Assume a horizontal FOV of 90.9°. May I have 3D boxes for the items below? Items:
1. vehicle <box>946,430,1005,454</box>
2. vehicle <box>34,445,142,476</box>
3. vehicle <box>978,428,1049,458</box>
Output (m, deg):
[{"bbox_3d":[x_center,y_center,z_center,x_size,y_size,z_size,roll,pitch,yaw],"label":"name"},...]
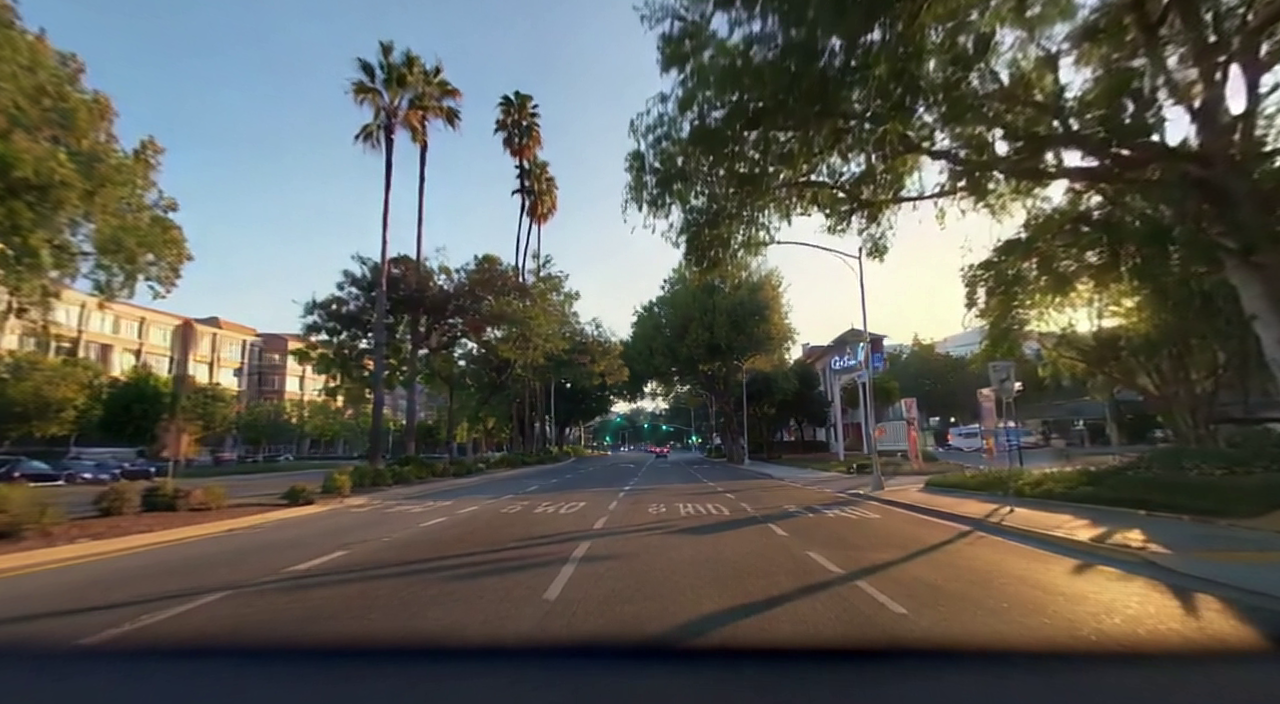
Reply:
[{"bbox_3d":[26.147,7.065,49.286,2.095,1.692,5.051,-2,-10,4],"label":"vehicle"},{"bbox_3d":[-34.635,6.799,39.770,2.020,1.768,5.003,0,-9,4],"label":"vehicle"},{"bbox_3d":[24.237,5.972,41.097,2.222,1.818,5.099,-1,-9,10],"label":"vehicle"}]
